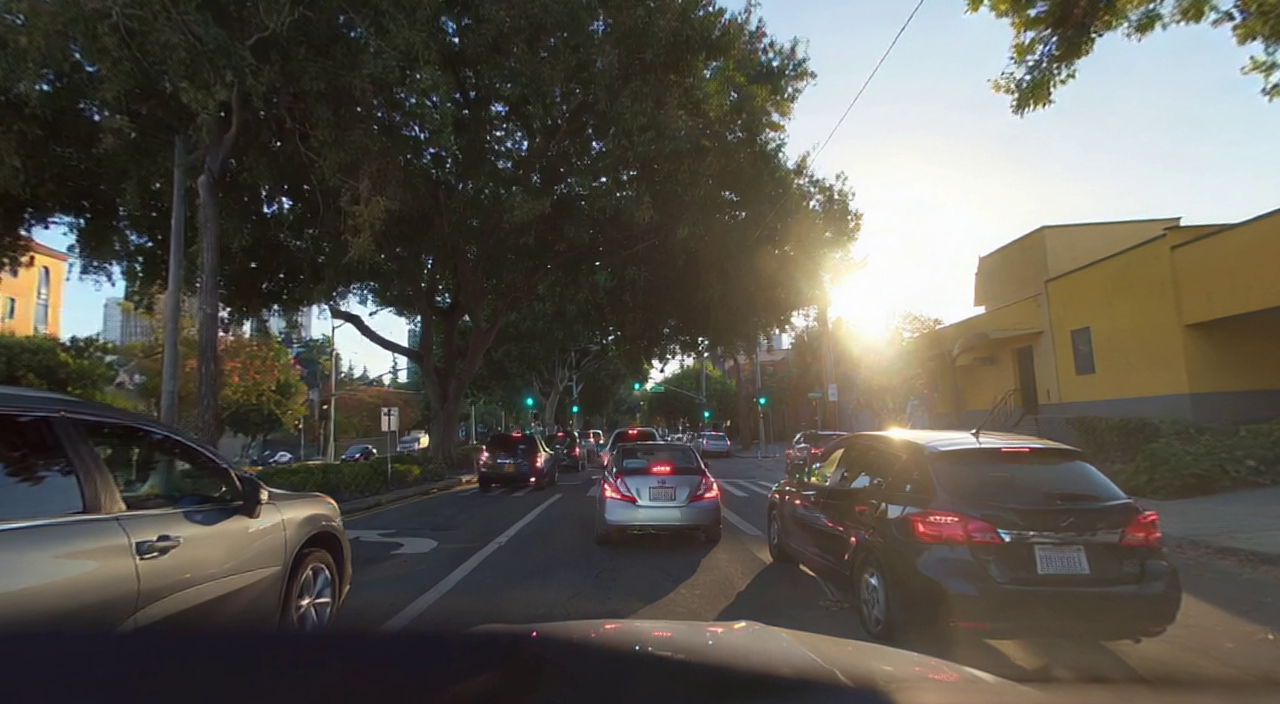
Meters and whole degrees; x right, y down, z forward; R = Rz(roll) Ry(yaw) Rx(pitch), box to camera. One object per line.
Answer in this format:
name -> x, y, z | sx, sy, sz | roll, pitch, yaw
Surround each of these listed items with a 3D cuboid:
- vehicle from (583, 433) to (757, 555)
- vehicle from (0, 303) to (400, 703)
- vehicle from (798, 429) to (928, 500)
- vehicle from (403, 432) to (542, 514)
vehicle -> 0.270, 1.995, 9.567 | 2.095, 1.438, 3.843 | 0, -9, -3
vehicle -> -3.269, 0.931, 3.386 | 2.152, 1.802, 4.628 | 0, -9, 0
vehicle -> 6.342, 3.256, 18.664 | 2.025, 1.808, 4.579 | 0, -9, -2
vehicle -> -3.509, 2.619, 14.236 | 1.901, 1.522, 4.556 | 0, -9, 0
